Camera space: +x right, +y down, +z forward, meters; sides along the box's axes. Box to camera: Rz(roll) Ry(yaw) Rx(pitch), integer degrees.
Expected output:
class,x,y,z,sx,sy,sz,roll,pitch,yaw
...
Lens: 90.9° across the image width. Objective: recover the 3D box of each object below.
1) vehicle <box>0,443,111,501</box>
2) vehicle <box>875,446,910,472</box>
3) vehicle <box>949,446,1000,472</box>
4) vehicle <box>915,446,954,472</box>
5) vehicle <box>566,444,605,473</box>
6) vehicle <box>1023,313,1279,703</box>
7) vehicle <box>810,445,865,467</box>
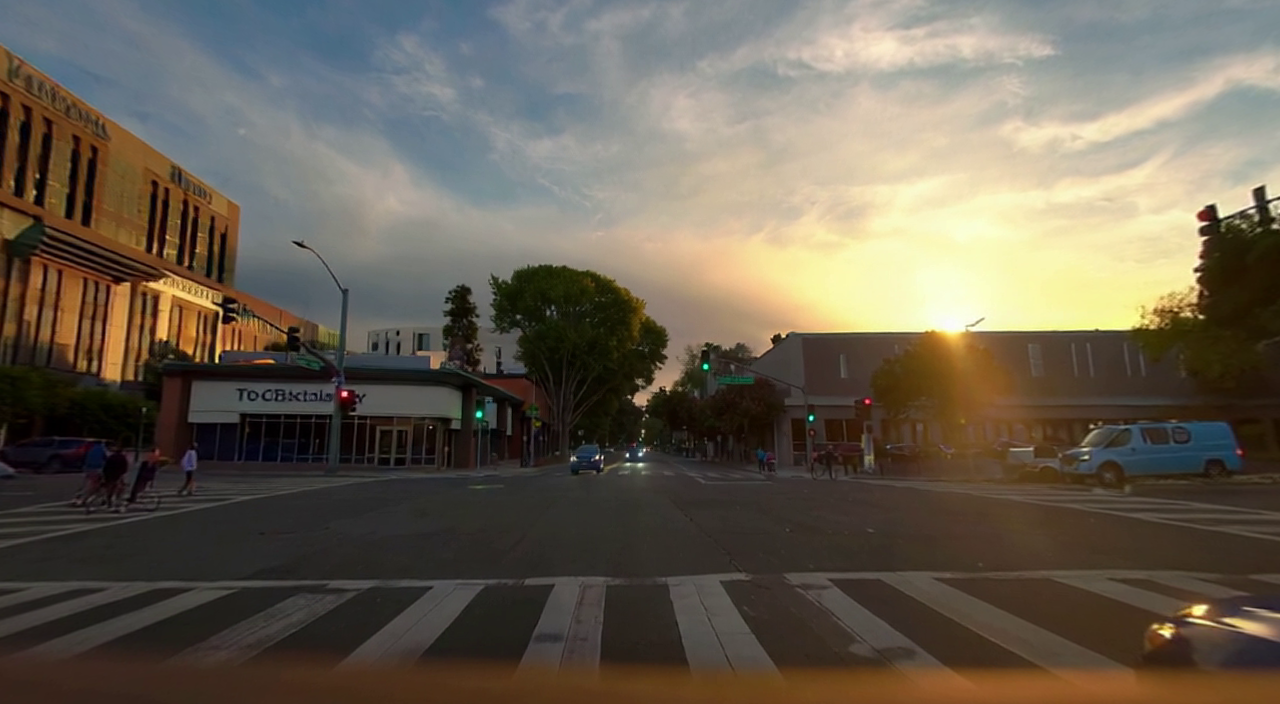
class,x,y,z,sx,sy,sz,roll,pitch,yaw
vehicle,-18.021,3.306,17.669,4.686,1.500,1.935,0,-8,2
vehicle,15.896,6.694,39.676,1.875,1.543,3.853,-3,-9,21
vehicle,20.565,6.575,38.918,2.066,1.488,4.158,-3,-9,19
vehicle,18.274,6.623,39.220,1.791,1.520,3.649,-3,-9,20
vehicle,-3.198,6.376,37.914,1.961,1.658,4.064,0,-8,0
vehicle,2.880,0.577,0.619,2.048,1.725,4.754,0,-8,1
vehicle,15.081,7.945,48.371,1.924,1.579,4.084,3,-9,-18
